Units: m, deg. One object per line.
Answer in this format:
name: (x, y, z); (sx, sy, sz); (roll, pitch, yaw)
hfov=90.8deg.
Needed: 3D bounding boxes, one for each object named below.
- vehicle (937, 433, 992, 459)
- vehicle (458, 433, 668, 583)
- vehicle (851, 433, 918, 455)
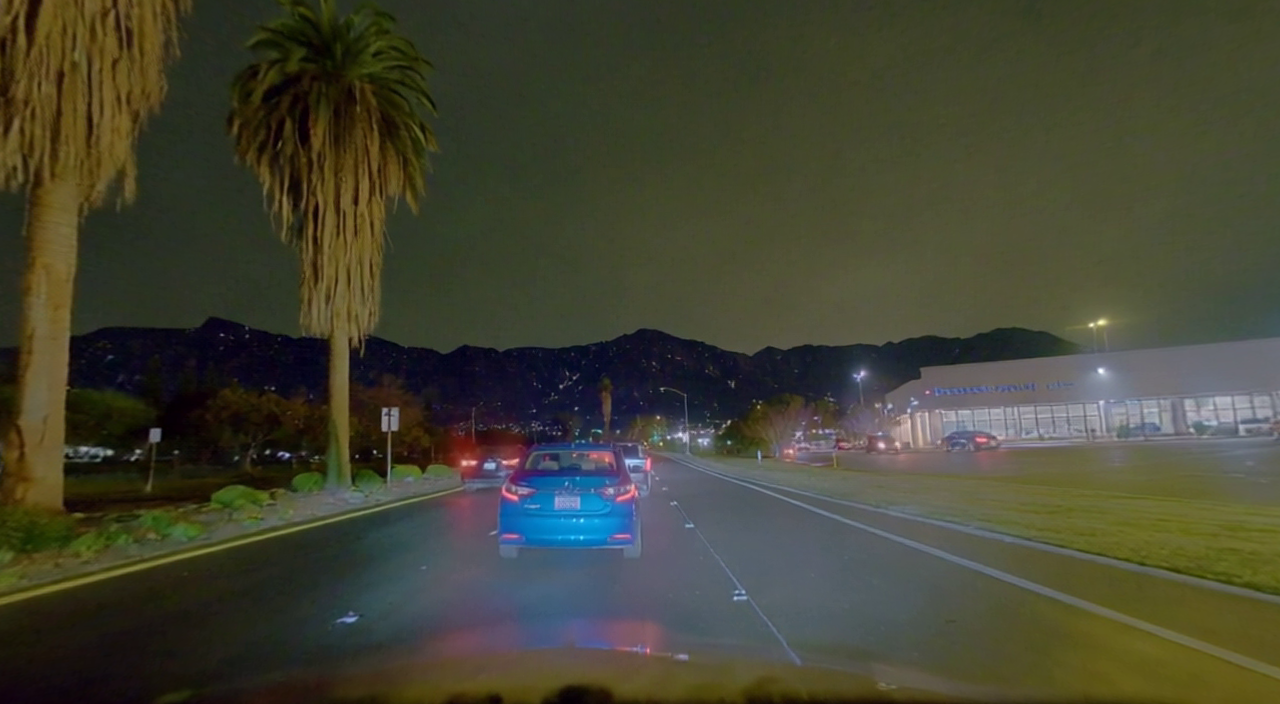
vehicle: (20.123, 5.831, 39.112); (1.961, 1.526, 4.640); (-7, -11, 39)
vehicle: (-0.841, 1.839, 8.276); (2.067, 1.459, 3.886); (0, -8, -3)
vehicle: (19.207, 7.256, 49.780); (1.925, 1.652, 4.490); (6, -10, -34)
